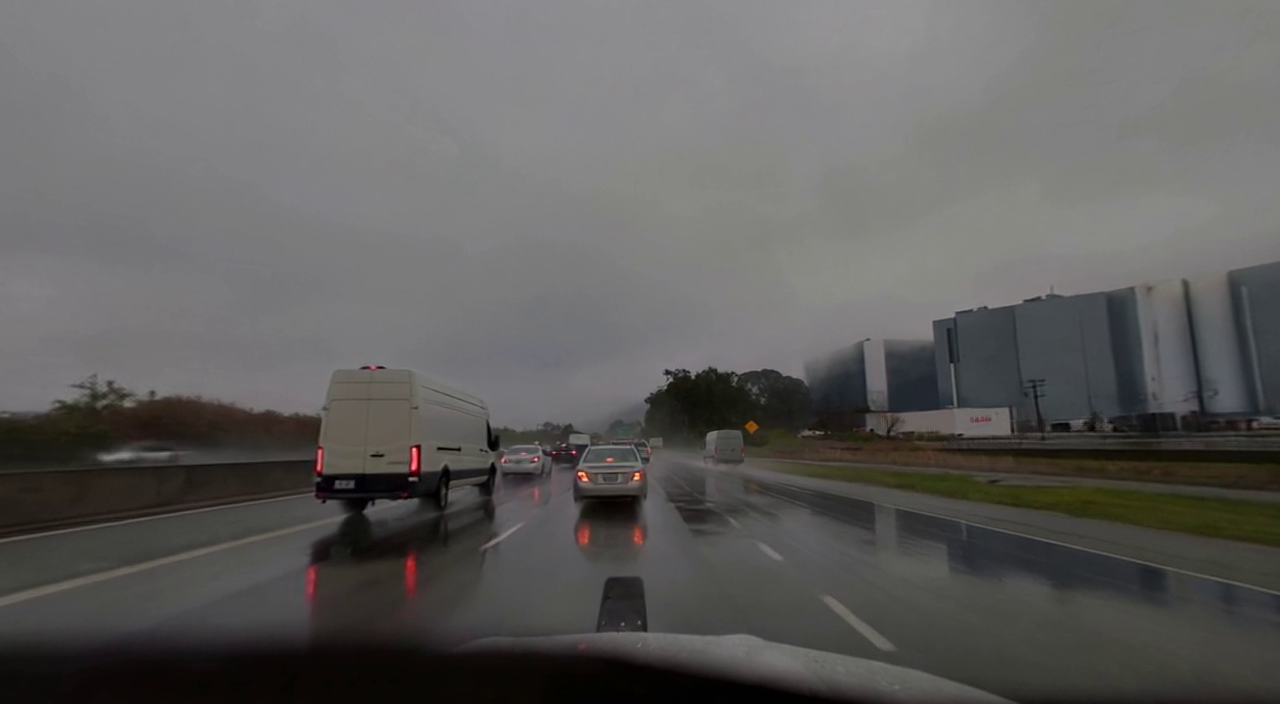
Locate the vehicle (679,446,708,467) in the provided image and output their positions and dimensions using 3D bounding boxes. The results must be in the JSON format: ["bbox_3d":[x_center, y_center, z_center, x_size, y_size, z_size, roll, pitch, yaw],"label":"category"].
[{"bbox_3d":[4.180,8.224,49.638,1.874,1.512,3.723,0,-9,0],"label":"vehicle"}]

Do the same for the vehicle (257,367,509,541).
[{"bbox_3d":[-4.589,2.055,12.986,2.248,2.626,6.837,0,-9,0],"label":"vehicle"}]

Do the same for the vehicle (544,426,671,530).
[{"bbox_3d":[-0.542,2.385,12.385,2.093,1.695,3.782,0,-9,0],"label":"vehicle"}]

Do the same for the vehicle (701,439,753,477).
[{"bbox_3d":[4.291,5.317,31.747,2.003,1.754,4.134,0,-9,0],"label":"vehicle"}]
